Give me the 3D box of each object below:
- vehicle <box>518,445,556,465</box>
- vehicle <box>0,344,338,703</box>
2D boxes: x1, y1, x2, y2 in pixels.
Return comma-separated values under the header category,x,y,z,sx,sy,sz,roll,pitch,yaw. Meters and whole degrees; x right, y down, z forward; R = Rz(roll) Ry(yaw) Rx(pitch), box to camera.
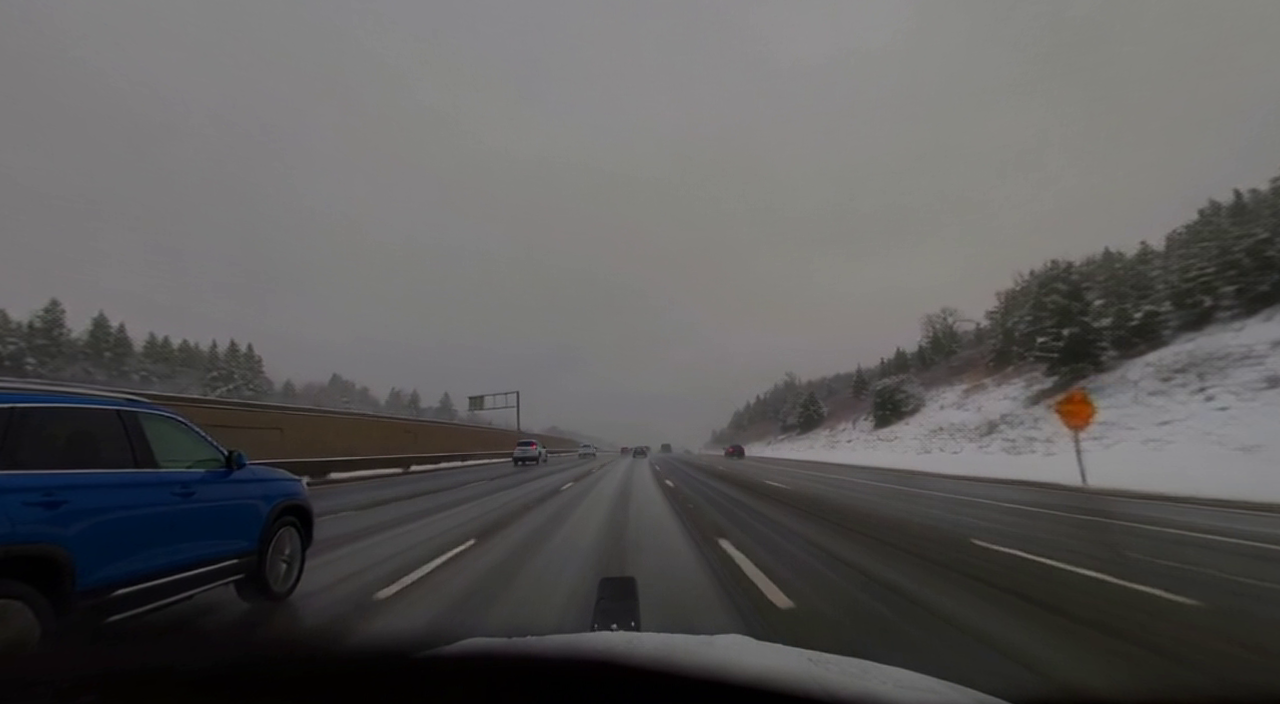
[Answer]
category,x,y,z,sx,sy,sz,roll,pitch,yaw
vehicle,-7.737,7.776,47.847,2.054,1.474,4.450,0,-9,1
vehicle,-3.653,0.912,3.084,2.047,1.715,4.689,0,-9,-1
